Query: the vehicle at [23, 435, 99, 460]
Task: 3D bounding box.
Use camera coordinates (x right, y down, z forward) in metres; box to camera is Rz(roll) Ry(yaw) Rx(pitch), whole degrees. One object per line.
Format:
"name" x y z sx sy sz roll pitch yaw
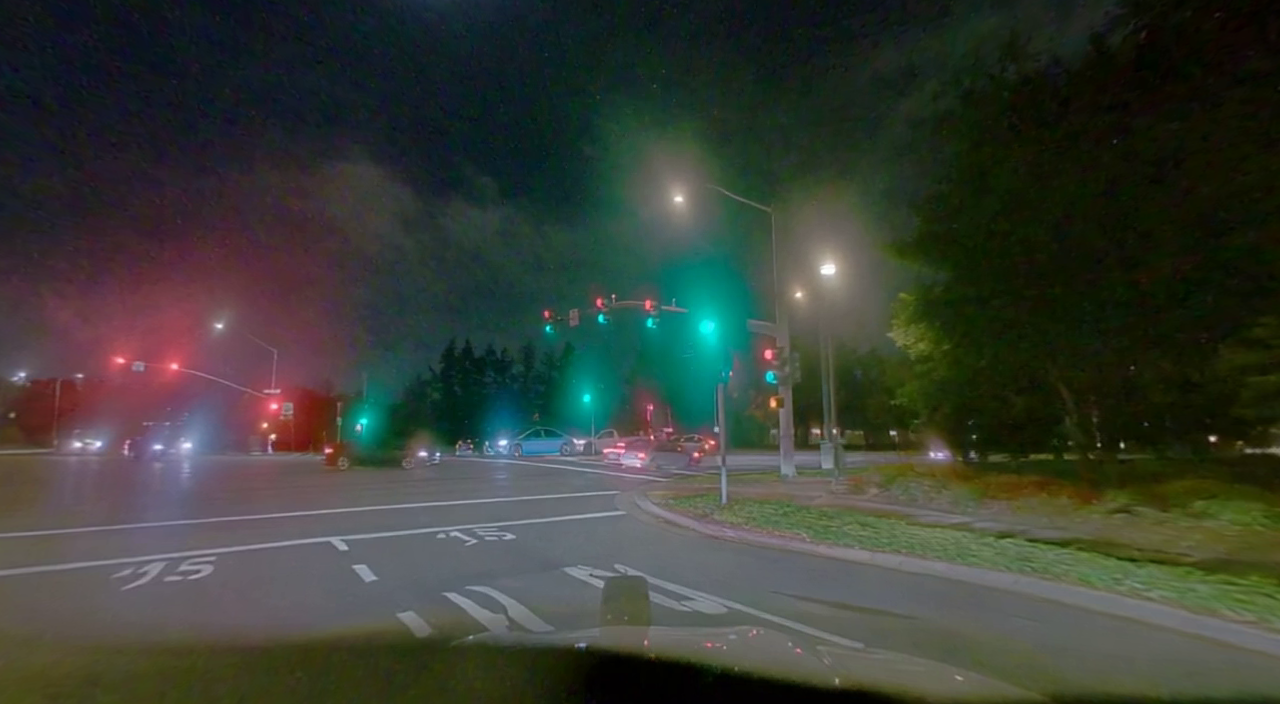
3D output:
"vehicle" -43.624 7.186 47.488 5.332 1.807 2.450 -5 -9 28

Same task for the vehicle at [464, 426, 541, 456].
"vehicle" -8.608 5.604 39.668 4.360 1.749 1.895 7 -11 -40

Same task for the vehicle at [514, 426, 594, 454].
"vehicle" -5.144 5.324 38.086 4.483 1.589 1.852 6 -10 -37

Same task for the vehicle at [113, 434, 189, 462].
"vehicle" -26.659 5.208 34.299 4.686 1.425 2.018 -7 -10 37

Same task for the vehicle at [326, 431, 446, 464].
"vehicle" -11.017 4.148 27.472 4.425 1.366 1.865 -1 -8 5

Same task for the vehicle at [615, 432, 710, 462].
"vehicle" 1.252 4.990 33.356 5.032 1.473 1.827 6 -10 -37
